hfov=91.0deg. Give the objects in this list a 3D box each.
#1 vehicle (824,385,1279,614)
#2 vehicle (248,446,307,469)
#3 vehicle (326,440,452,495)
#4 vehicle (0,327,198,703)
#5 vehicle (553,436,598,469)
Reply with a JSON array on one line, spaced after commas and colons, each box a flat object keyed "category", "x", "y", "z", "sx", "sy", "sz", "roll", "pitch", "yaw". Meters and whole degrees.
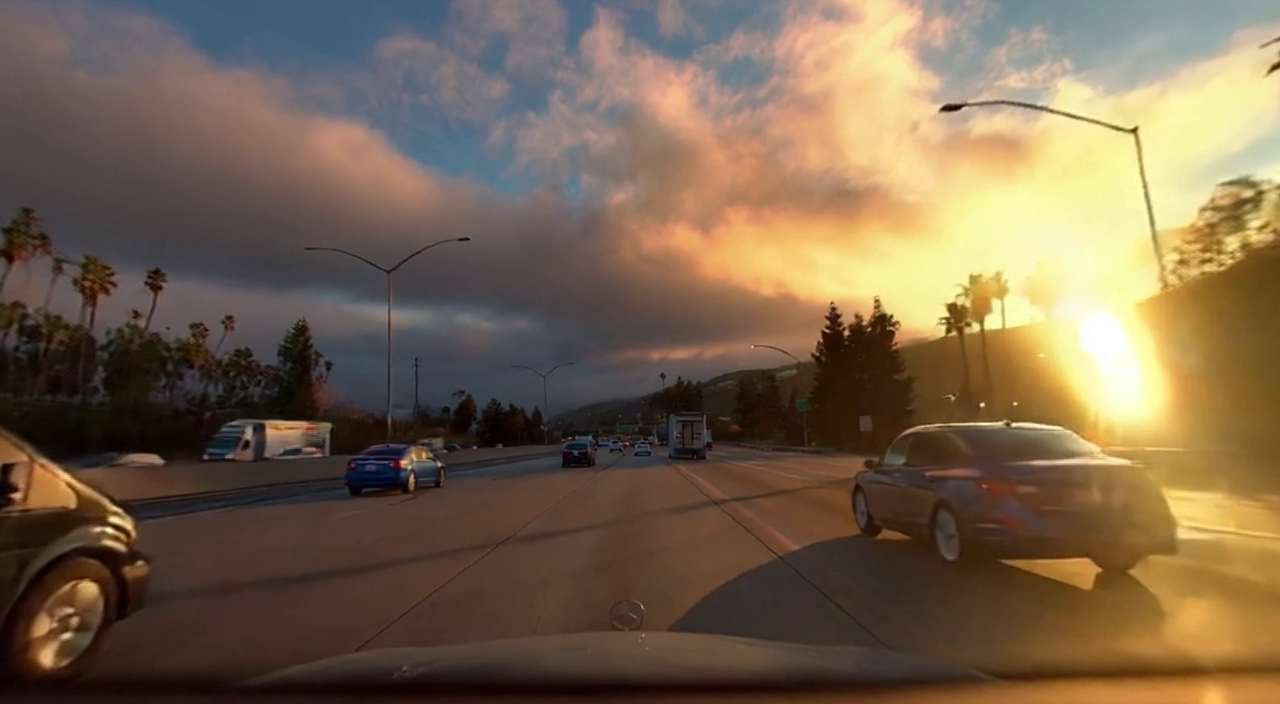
[{"category": "vehicle", "x": 3.779, "y": 1.411, "z": 6.921, "sx": 2.124, "sy": 1.674, "sz": 4.494, "roll": 0, "pitch": -9, "yaw": 0}, {"category": "vehicle", "x": -24.539, "y": 7.126, "z": 42.770, "sx": 1.701, "sy": 1.502, "sz": 3.768, "roll": 0, "pitch": -9, "yaw": 1}, {"category": "vehicle", "x": -7.534, "y": 3.496, "z": 19.480, "sx": 2.050, "sy": 1.487, "sz": 4.372, "roll": 0, "pitch": -9, "yaw": 1}, {"category": "vehicle", "x": -4.095, "y": 0.600, "z": 1.468, "sx": 2.215, "sy": 1.859, "sz": 5.375, "roll": 0, "pitch": -9, "yaw": 0}, {"category": "vehicle", "x": -3.509, "y": 5.569, "z": 35.089, "sx": 2.017, "sy": 1.683, "sz": 4.094, "roll": 0, "pitch": -9, "yaw": 0}]
